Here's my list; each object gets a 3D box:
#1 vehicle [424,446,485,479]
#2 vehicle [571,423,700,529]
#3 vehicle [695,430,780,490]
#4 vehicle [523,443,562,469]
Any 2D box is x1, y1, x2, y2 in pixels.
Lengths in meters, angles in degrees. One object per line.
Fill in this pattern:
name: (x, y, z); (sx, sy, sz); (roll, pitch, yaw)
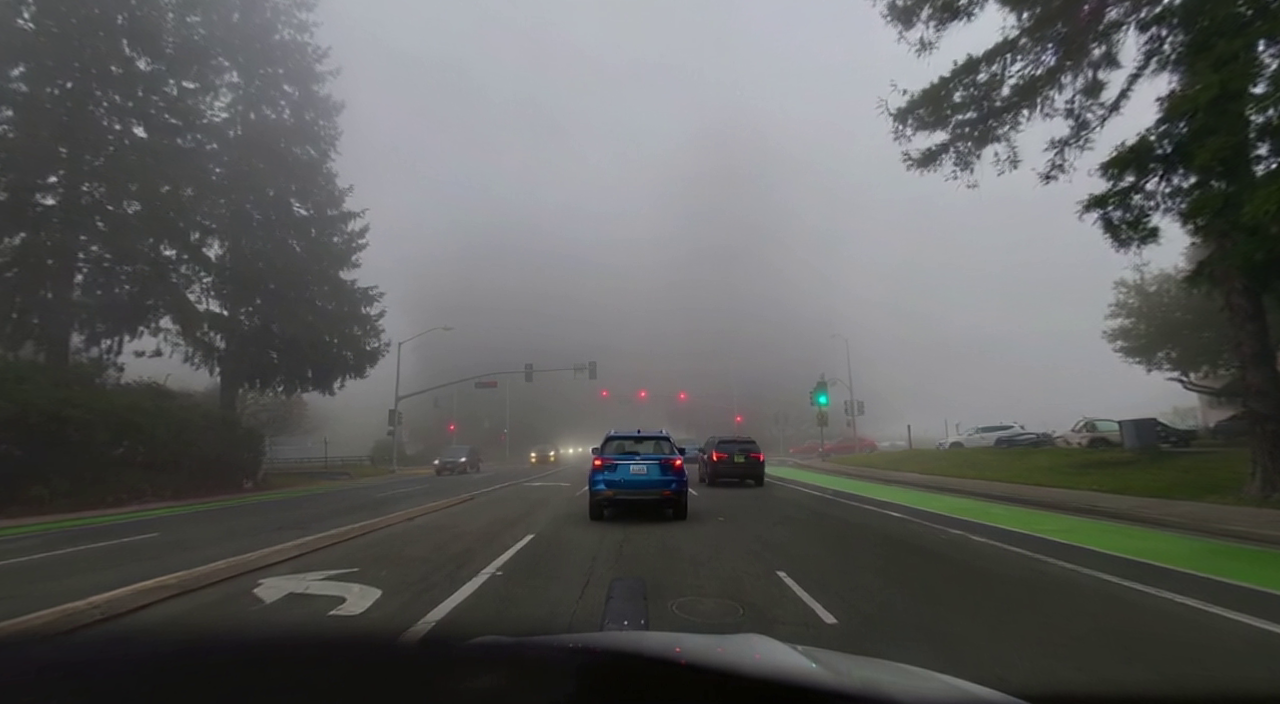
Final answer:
vehicle: (-9.994, 5.967, 34.352); (1.886, 1.666, 4.575); (0, -8, 1)
vehicle: (-0.059, 2.345, 12.424); (2.109, 1.730, 3.963); (0, -8, 0)
vehicle: (3.213, 3.664, 21.754); (2.189, 1.815, 4.495); (0, -8, 0)
vehicle: (-6.887, 7.339, 44.845); (2.005, 1.729, 4.293); (0, -8, 1)
